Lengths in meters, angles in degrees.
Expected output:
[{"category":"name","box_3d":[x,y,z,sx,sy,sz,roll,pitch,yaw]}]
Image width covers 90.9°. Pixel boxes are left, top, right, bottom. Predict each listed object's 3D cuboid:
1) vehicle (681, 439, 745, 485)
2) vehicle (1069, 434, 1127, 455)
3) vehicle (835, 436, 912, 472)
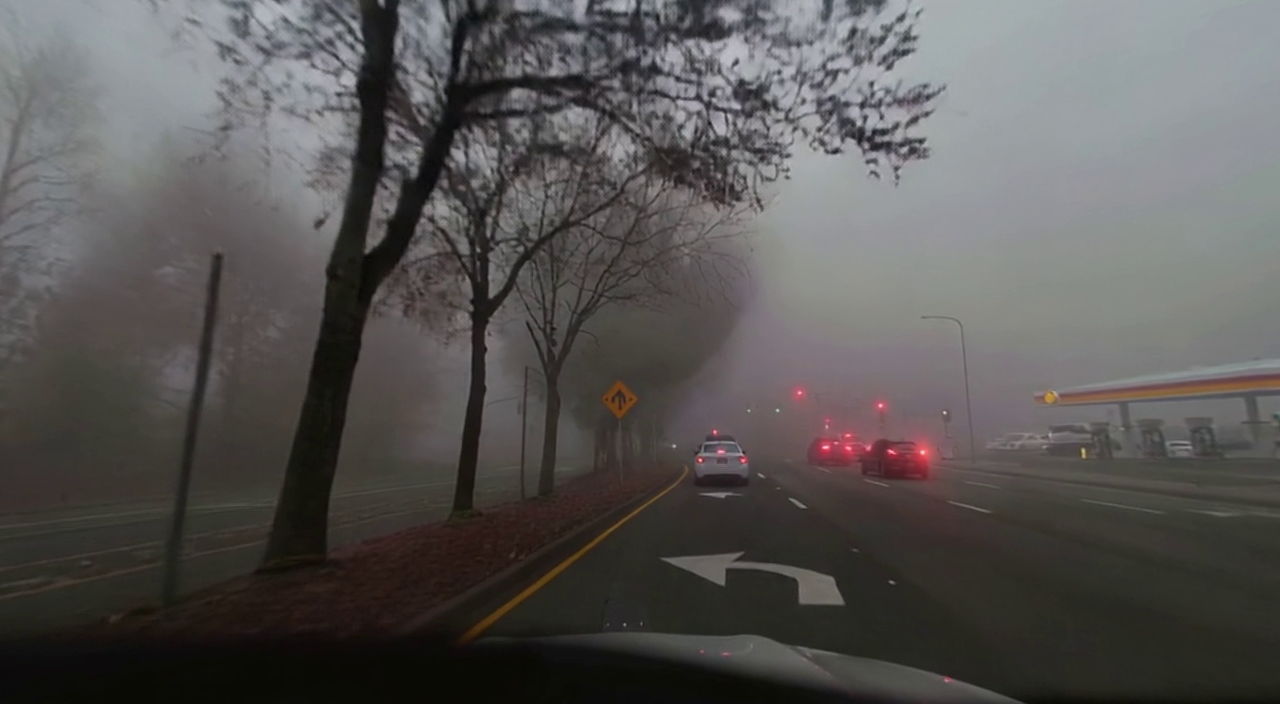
[{"category":"vehicle","box_3d":[2.586,3.884,22.509,2.032,1.461,4.173,-1,-9,6]},{"category":"vehicle","box_3d":[34.893,7.082,48.177,1.914,1.563,3.672,-1,-9,7]},{"category":"vehicle","box_3d":[11.873,5.216,32.444,1.991,1.695,4.357,1,-9,-4]}]
